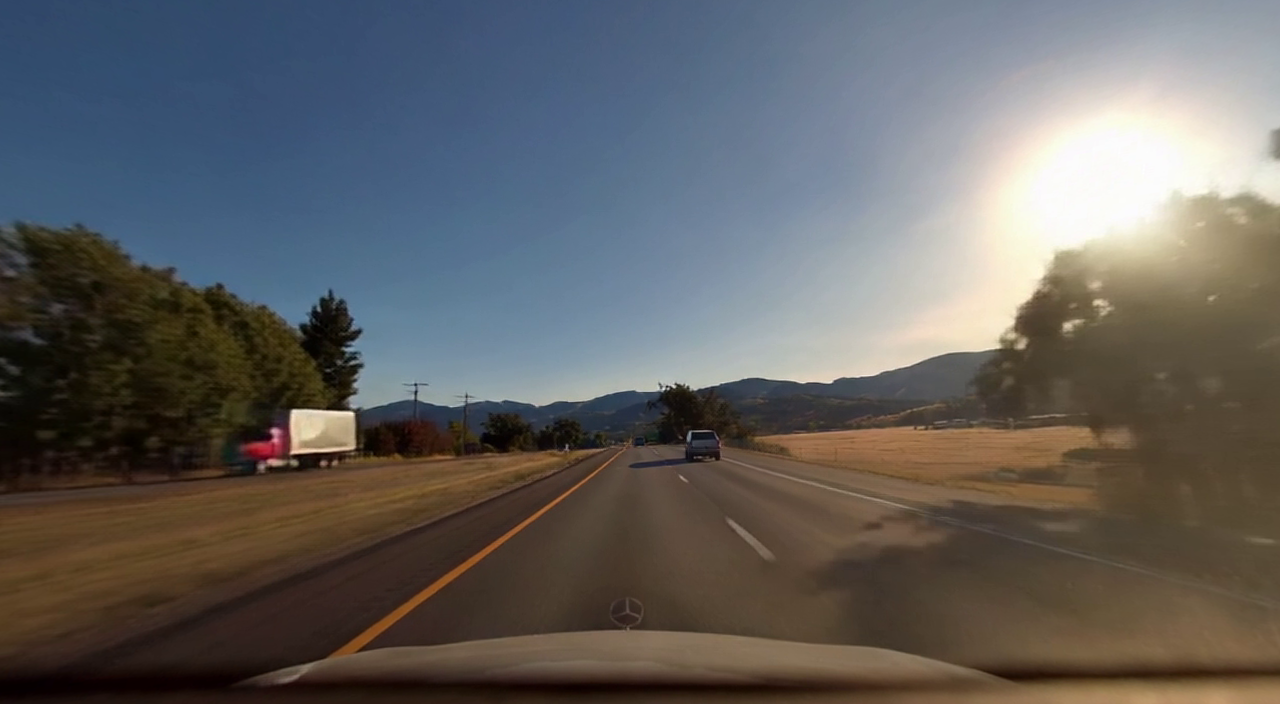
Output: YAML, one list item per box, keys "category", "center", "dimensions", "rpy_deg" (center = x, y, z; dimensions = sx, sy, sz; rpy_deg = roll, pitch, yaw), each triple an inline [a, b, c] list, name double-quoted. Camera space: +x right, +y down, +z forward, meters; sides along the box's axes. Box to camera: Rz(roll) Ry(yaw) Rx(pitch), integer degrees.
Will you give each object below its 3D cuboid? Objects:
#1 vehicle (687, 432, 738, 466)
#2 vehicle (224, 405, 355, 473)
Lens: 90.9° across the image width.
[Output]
- category: "vehicle"
  center: [3.664, 5.007, 32.644]
  dimensions: [2.157, 1.640, 4.056]
  rpy_deg: [0, -8, 1]
- category: "vehicle"
  center: [-21.393, 5.453, 39.303]
  dimensions: [2.949, 3.757, 8.813]
  rpy_deg: [0, -8, 0]
